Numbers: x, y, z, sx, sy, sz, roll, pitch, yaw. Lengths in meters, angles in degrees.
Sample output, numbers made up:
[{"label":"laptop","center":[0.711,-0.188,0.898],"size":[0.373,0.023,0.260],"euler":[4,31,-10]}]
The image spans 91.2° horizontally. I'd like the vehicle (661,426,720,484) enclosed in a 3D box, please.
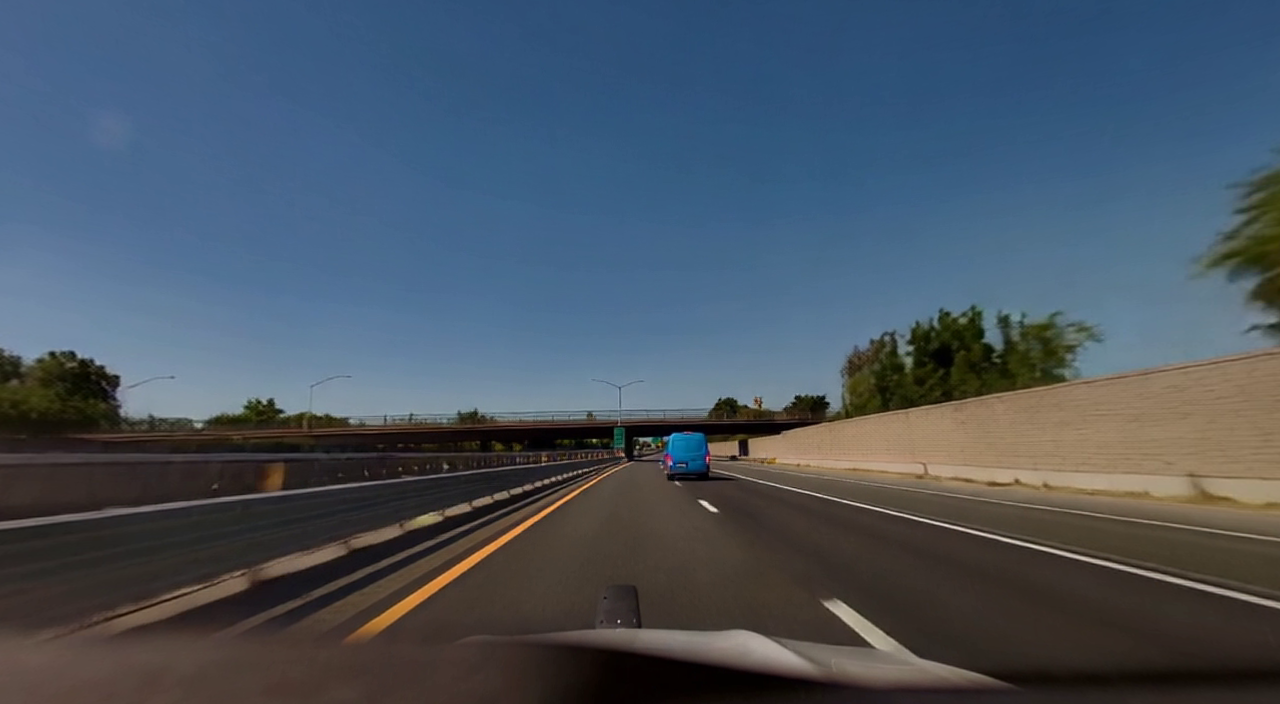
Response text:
[{"label":"vehicle","center":[2.385,5.141,31.475],"size":[2.560,2.598,5.581],"euler":[-1,-9,1]}]
